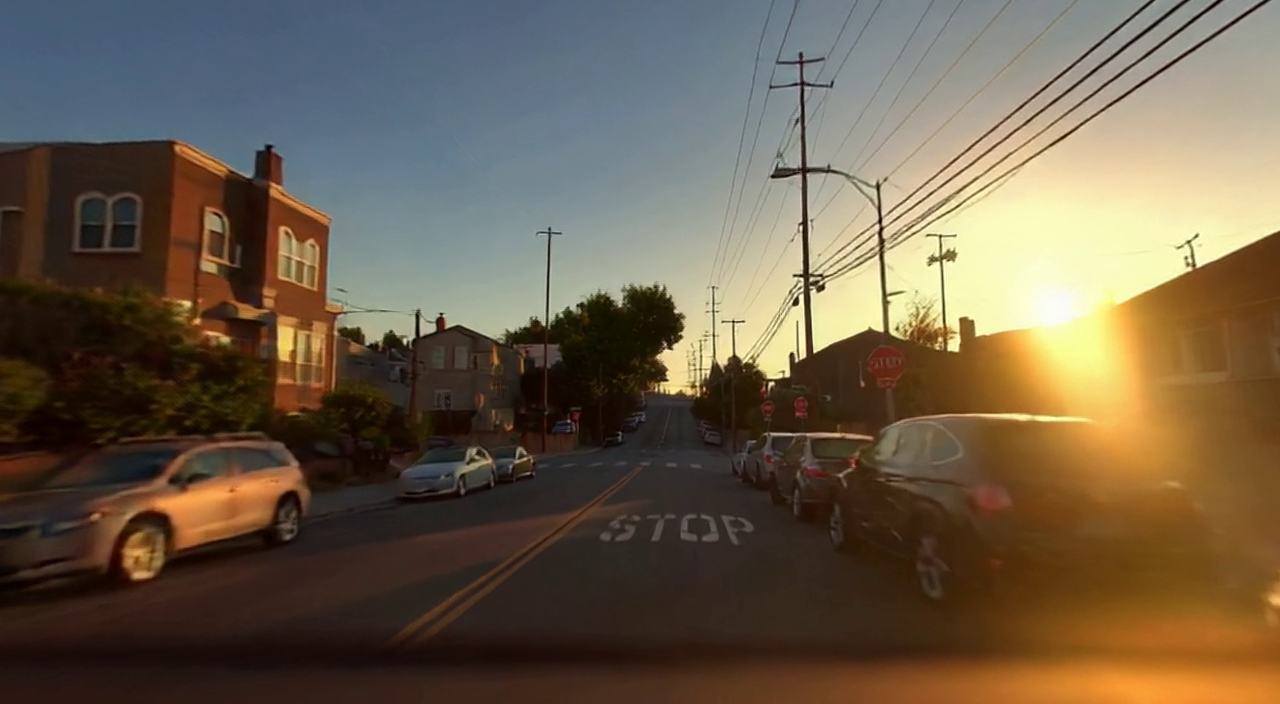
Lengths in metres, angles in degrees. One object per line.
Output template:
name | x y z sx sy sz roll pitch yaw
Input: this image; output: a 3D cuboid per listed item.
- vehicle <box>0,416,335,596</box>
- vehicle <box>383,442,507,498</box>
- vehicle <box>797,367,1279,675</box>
vehicle | -6.197 1.834 8.454 1.917 1.759 4.226 -1 -8 3
vehicle | -5.548 3.395 18.676 2.098 1.454 4.449 0 -8 2
vehicle | 3.324 1.370 6.398 2.337 1.838 5.029 0 -8 2
